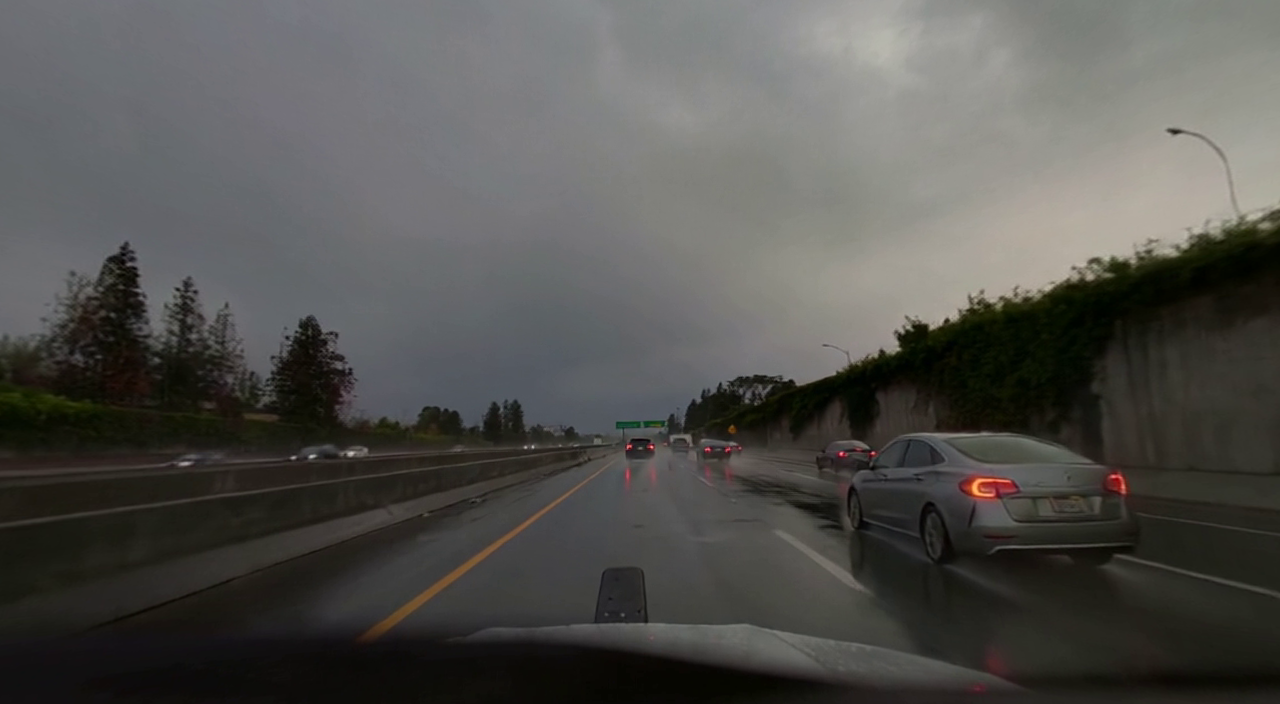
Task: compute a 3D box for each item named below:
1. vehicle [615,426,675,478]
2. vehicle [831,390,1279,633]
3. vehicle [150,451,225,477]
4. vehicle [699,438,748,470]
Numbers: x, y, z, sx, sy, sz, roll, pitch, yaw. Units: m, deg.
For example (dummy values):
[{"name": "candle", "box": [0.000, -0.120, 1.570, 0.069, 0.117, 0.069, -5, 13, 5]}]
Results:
[{"name": "vehicle", "box": [0.176, 3.973, 25.250, 2.189, 1.852, 4.038, 0, -8, 0]}, {"name": "vehicle", "box": [3.712, 1.418, 6.642, 2.003, 1.661, 4.418, 0, -8, 0]}, {"name": "vehicle", "box": [-31.377, 7.760, 43.927, 1.793, 1.581, 4.692, 0, -8, 0]}, {"name": "vehicle", "box": [4.175, 5.153, 32.085, 1.825, 1.487, 4.034, 0, -8, -1]}]
